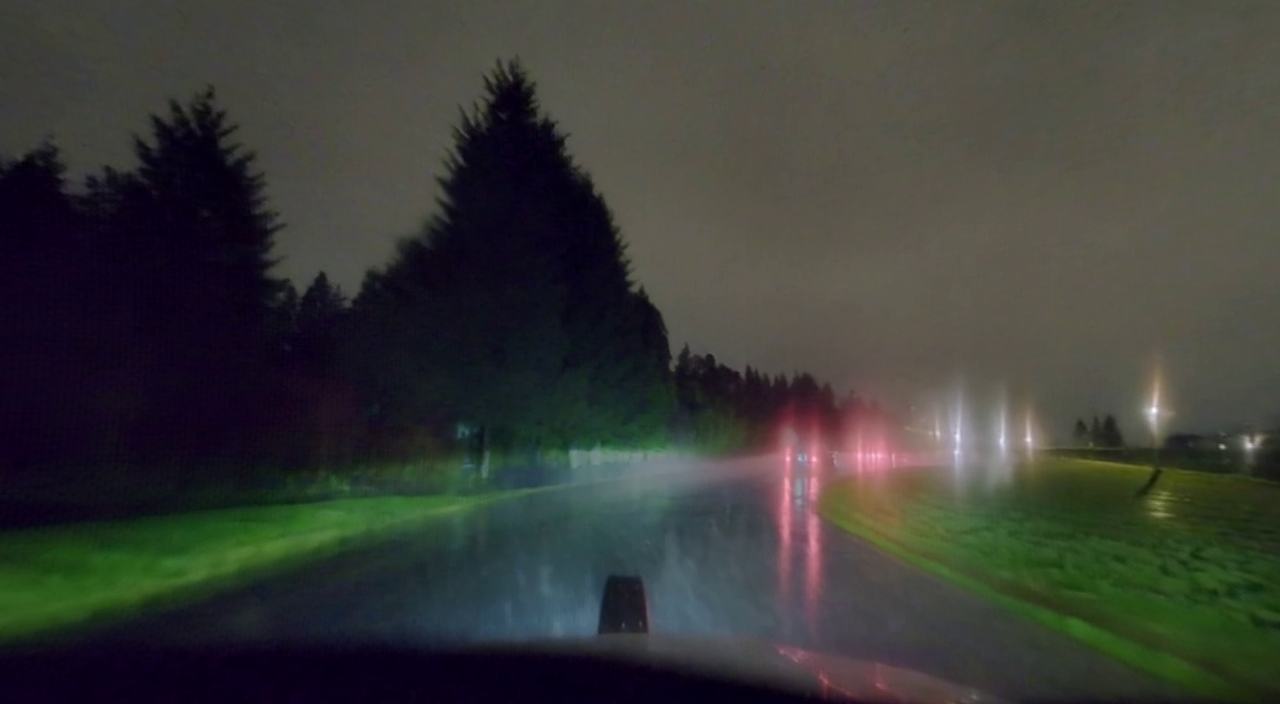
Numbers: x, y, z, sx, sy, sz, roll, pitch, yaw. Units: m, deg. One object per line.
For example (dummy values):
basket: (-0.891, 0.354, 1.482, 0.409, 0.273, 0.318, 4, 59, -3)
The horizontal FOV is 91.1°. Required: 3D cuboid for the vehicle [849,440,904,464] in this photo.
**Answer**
vehicle: (18.737, 7.907, 49.697, 4.257, 1.789, 1.988, 7, -9, -36)
